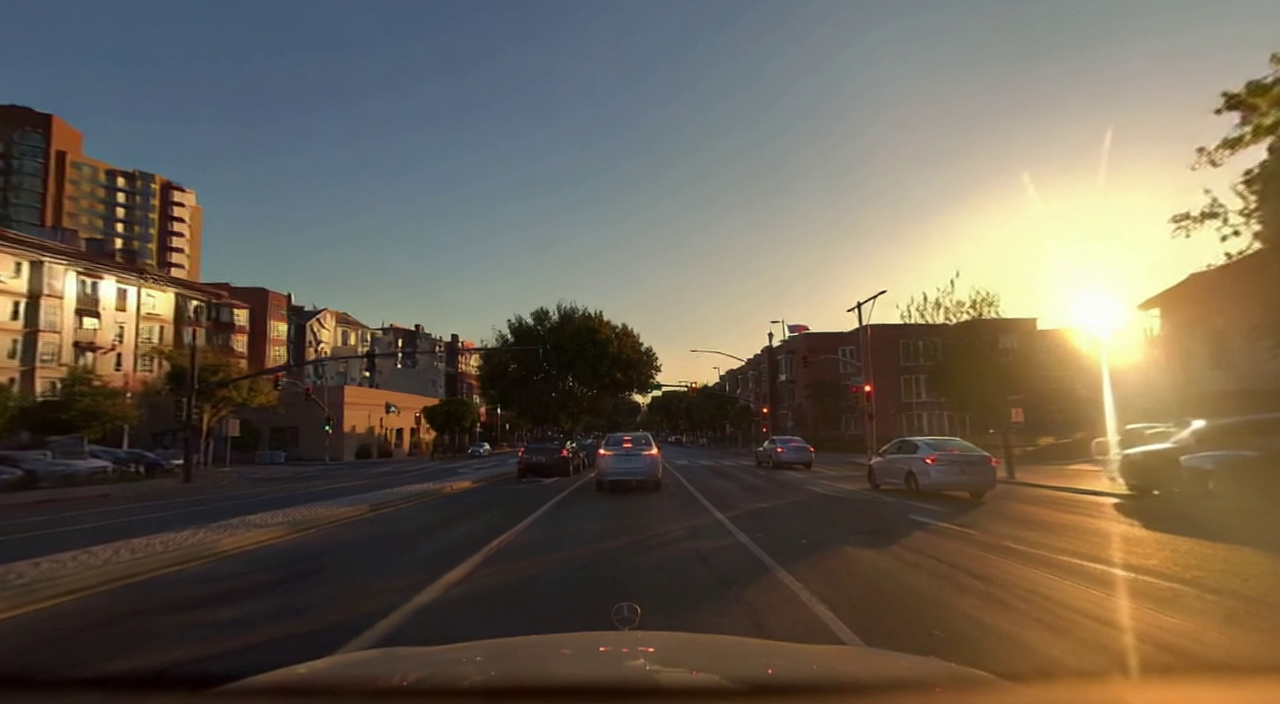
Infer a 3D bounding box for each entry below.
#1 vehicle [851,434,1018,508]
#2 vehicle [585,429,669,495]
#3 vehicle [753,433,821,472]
[{"bbox_3d":[6.449,2.640,14.438,1.768,1.417,4.213,0,-9,0],"label":"vehicle"},{"bbox_3d":[-0.304,2.963,17.346,2.032,1.593,3.896,0,-9,0],"label":"vehicle"},{"bbox_3d":[6.515,4.495,28.445,1.963,1.611,4.359,0,-9,-1],"label":"vehicle"}]
